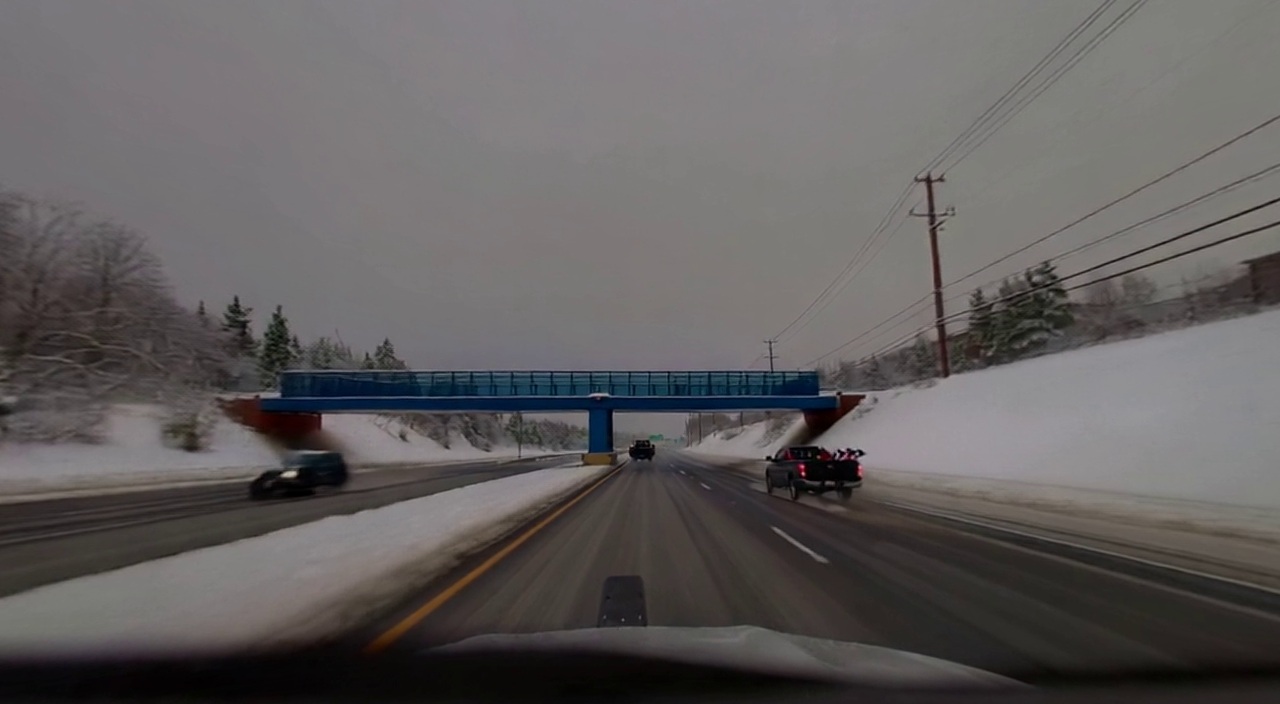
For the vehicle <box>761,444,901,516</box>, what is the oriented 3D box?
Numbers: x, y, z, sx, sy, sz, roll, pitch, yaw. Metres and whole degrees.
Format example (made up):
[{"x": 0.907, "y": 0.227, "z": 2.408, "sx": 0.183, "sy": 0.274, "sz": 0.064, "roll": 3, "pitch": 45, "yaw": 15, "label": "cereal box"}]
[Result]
[{"x": 4.564, "y": 3.121, "z": 15.984, "sx": 1.988, "sy": 1.505, "sz": 4.958, "roll": 0, "pitch": -9, "yaw": 0, "label": "vehicle"}]

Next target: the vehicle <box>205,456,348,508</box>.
[{"x": -12.110, "y": 4.317, "z": 21.447, "sx": 2.032, "sy": 1.520, "sz": 4.646, "roll": 0, "pitch": -9, "yaw": 1, "label": "vehicle"}]
